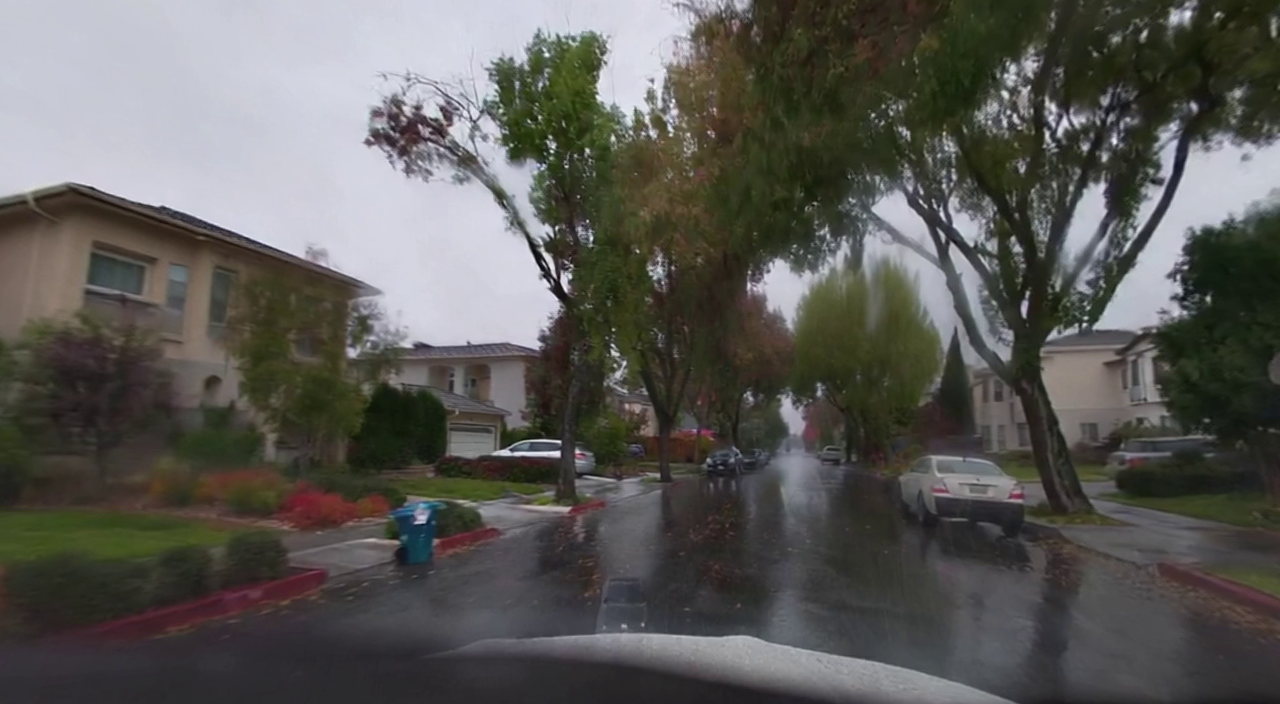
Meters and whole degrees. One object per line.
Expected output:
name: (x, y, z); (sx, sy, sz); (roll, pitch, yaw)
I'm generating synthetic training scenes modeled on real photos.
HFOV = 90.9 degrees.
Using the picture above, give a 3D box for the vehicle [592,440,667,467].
vehicle: (-0.659, 6.505, 40.544); (4.414, 1.658, 1.988); (-2, -9, 14)

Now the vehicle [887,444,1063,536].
vehicle: (6.194, 2.507, 12.298); (1.996, 1.409, 4.446); (-2, -9, 15)

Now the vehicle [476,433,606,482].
vehicle: (-3.783, 4.010, 24.238); (4.480, 1.740, 1.988); (-3, -9, 20)

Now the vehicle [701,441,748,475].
vehicle: (4.566, 5.613, 33.373); (1.974, 1.664, 4.539); (-2, -10, 13)
